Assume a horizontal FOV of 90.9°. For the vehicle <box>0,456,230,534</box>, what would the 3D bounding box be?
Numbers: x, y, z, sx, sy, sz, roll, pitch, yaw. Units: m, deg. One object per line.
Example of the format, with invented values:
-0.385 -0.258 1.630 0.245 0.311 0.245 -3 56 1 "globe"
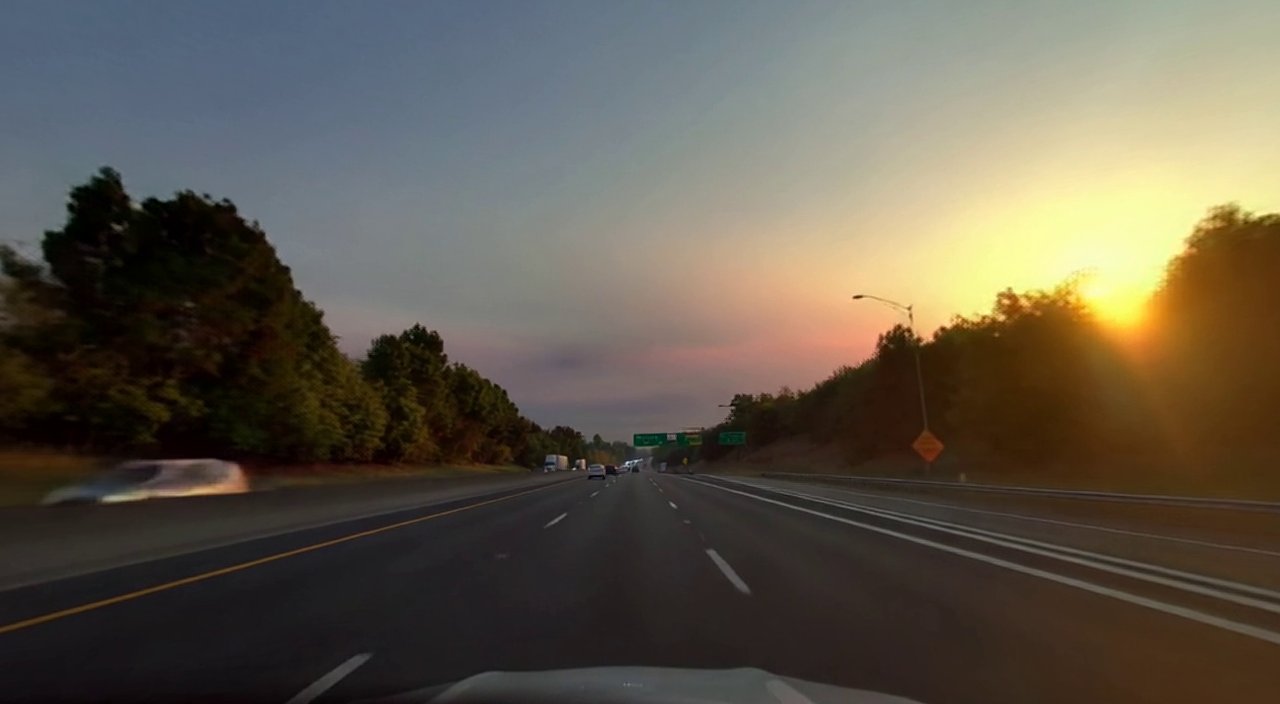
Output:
-12.118 3.295 14.932 1.864 1.517 4.275 1 -11 0 "vehicle"
